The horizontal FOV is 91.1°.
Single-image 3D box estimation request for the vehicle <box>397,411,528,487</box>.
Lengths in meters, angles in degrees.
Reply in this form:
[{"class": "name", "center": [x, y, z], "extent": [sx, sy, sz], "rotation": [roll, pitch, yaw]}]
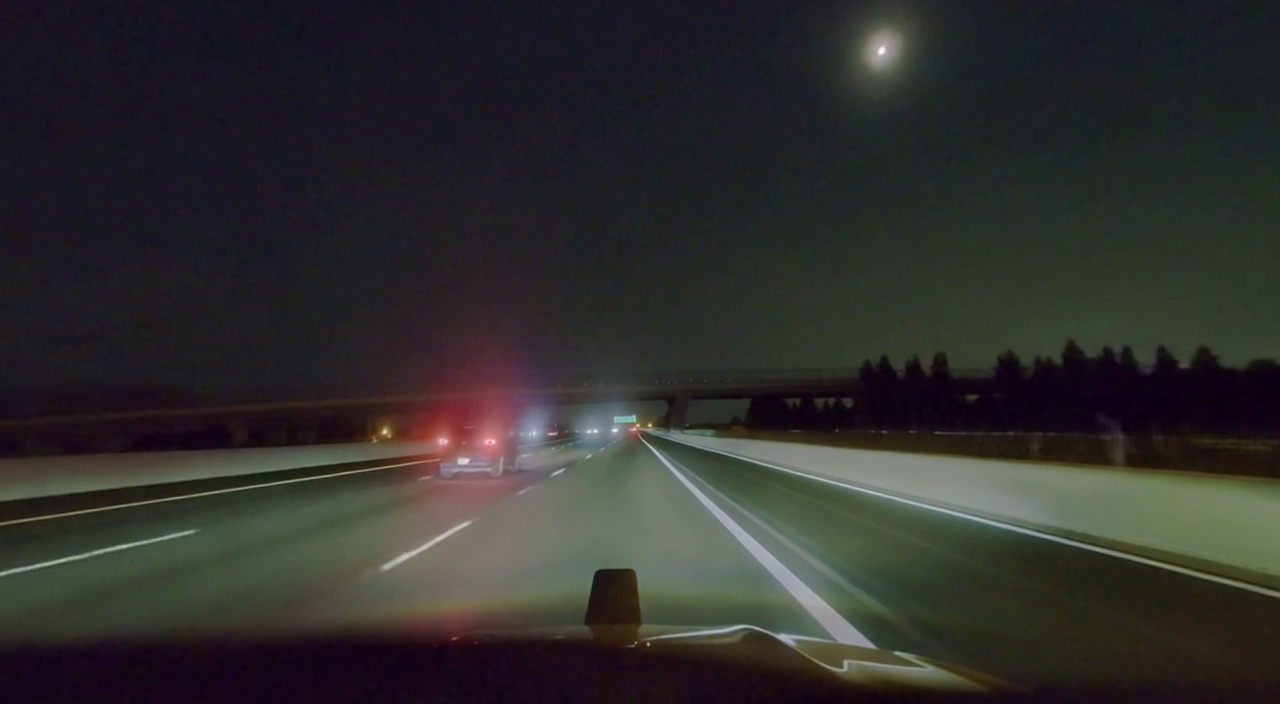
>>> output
[{"class": "vehicle", "center": [-4.491, 2.546, 16.820], "extent": [2.153, 1.730, 4.772], "rotation": [0, -8, -1]}]
